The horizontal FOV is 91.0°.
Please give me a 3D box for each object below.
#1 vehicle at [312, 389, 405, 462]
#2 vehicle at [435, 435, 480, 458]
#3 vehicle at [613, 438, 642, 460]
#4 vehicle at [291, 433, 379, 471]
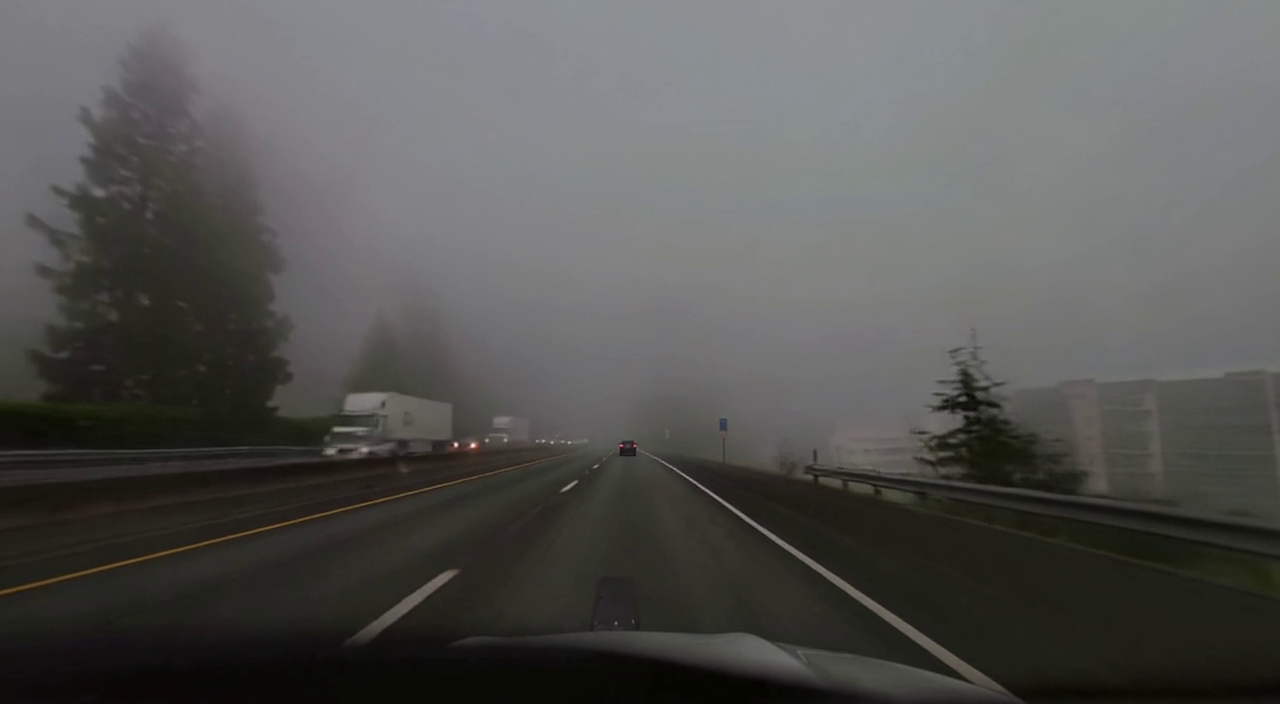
[{"bbox_3d":[-17.180,4.609,38.940,3.008,4.071,6.136,0,-8,-2],"label":"vehicle"},{"bbox_3d":[-13.360,6.953,46.387,2.006,1.512,4.784,0,-8,-2],"label":"vehicle"},{"bbox_3d":[-0.955,7.301,47.535,2.099,1.504,3.843,0,-8,-2],"label":"vehicle"},{"bbox_3d":[-12.479,4.106,26.019,1.736,1.426,3.824,0,-8,-1],"label":"vehicle"}]
